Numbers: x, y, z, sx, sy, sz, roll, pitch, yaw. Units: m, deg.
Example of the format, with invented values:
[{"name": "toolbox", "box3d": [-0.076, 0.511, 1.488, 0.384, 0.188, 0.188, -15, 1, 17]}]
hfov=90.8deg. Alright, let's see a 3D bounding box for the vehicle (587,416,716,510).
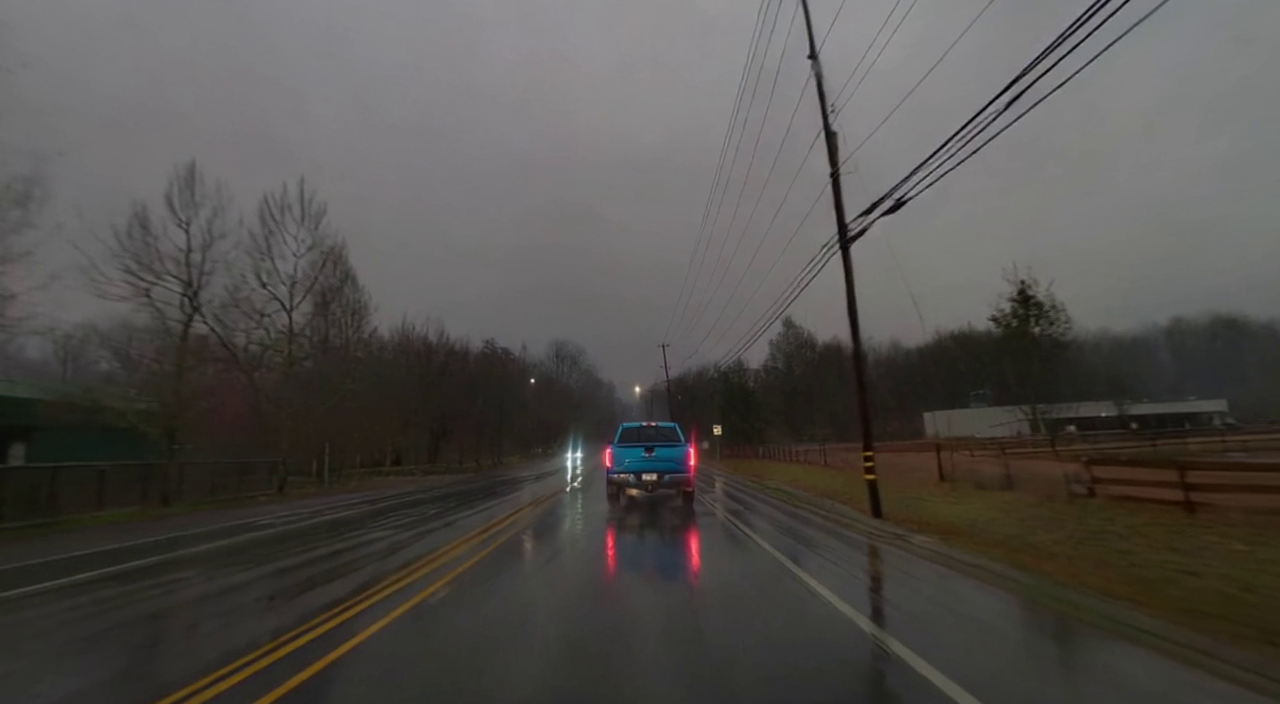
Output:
[{"name": "vehicle", "box3d": [0.159, 2.790, 16.433, 2.693, 1.941, 6.356, 0, -8, -1]}]
